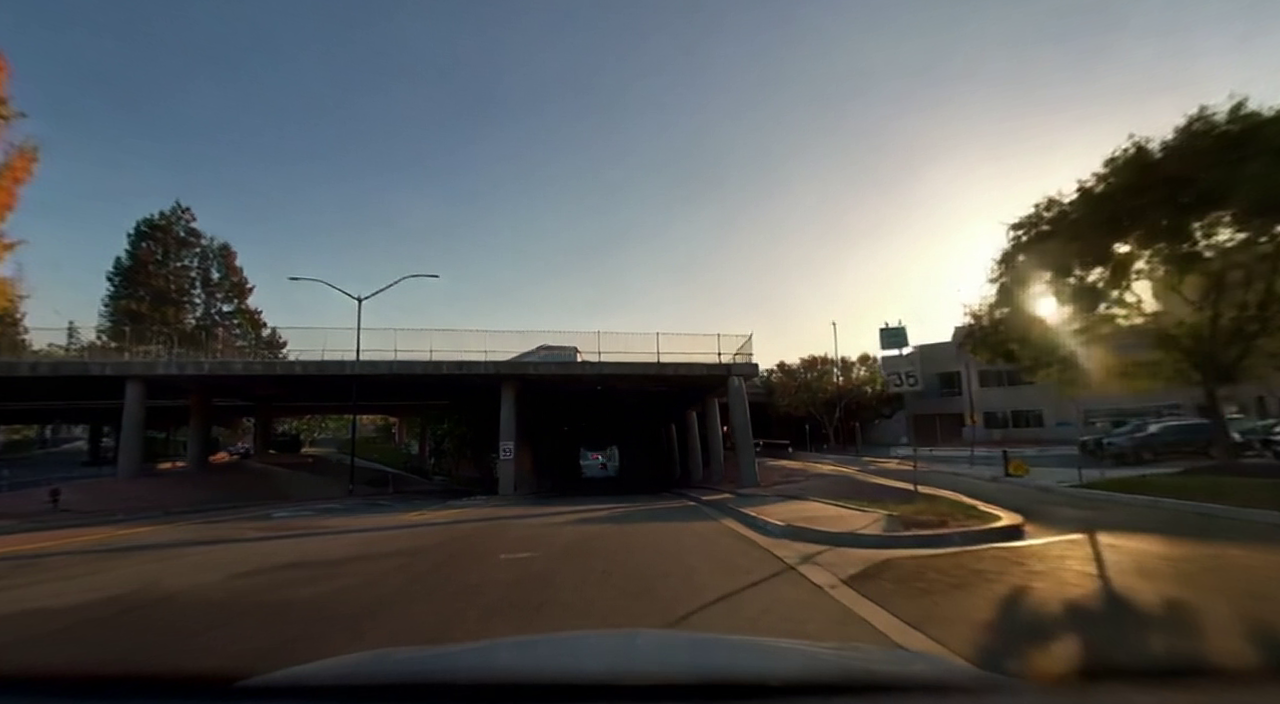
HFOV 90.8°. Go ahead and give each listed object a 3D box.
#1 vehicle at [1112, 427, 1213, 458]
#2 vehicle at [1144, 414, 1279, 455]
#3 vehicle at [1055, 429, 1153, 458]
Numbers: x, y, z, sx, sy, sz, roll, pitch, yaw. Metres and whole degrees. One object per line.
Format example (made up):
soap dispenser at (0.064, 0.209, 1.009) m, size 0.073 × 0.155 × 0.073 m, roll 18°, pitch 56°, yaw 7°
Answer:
vehicle at (27.813, 4.832, 33.809) m, size 1.901 × 1.525 × 3.948 m, roll 0°, pitch -7°, yaw -2°
vehicle at (31.025, 4.472, 34.325) m, size 2.791 × 2.013 × 5.162 m, roll 0°, pitch -8°, yaw -3°
vehicle at (25.119, 4.981, 34.403) m, size 1.931 × 1.465 × 4.207 m, roll 0°, pitch -8°, yaw -3°
